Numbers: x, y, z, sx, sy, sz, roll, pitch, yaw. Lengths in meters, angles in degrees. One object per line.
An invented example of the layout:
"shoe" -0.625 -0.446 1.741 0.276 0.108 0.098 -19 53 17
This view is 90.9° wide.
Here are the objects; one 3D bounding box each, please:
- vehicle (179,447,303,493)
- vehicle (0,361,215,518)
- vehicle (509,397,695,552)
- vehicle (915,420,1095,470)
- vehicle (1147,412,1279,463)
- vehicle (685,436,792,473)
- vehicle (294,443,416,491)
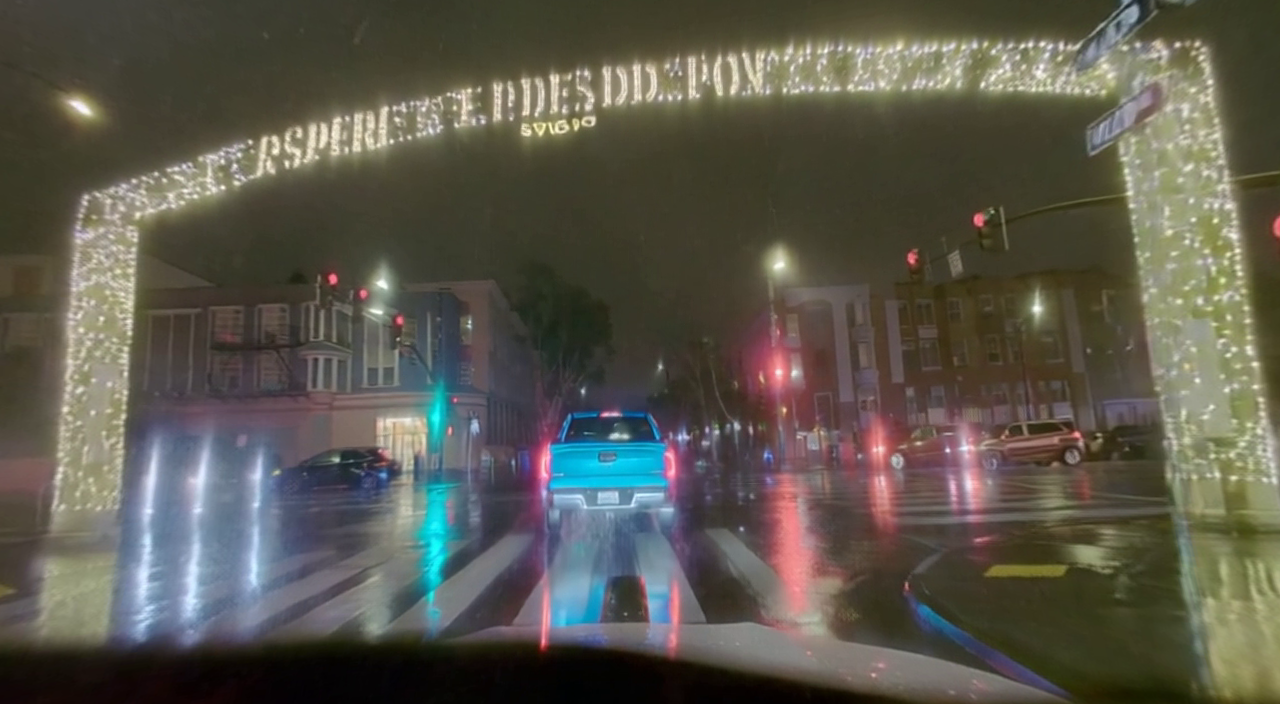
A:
"vehicle" -18.633 5.493 29.614 4.398 2.057 1.959 0 -8 -1
"vehicle" -22.088 2.845 20.618 13.729 4.662 3.300 0 -8 0
"vehicle" -0.801 2.032 11.243 2.477 2.020 5.534 1 -8 -7
"vehicle" 11.592 2.991 20.241 4.600 1.506 1.878 0 -8 -2
"vehicle" 19.292 2.753 20.266 4.390 1.552 1.925 0 -8 -4
"vehicle" 4.286 4.554 28.033 4.515 1.583 1.920 -1 -8 3
"vehicle" -13.248 5.342 29.498 4.799 1.909 2.011 -3 -7 2
